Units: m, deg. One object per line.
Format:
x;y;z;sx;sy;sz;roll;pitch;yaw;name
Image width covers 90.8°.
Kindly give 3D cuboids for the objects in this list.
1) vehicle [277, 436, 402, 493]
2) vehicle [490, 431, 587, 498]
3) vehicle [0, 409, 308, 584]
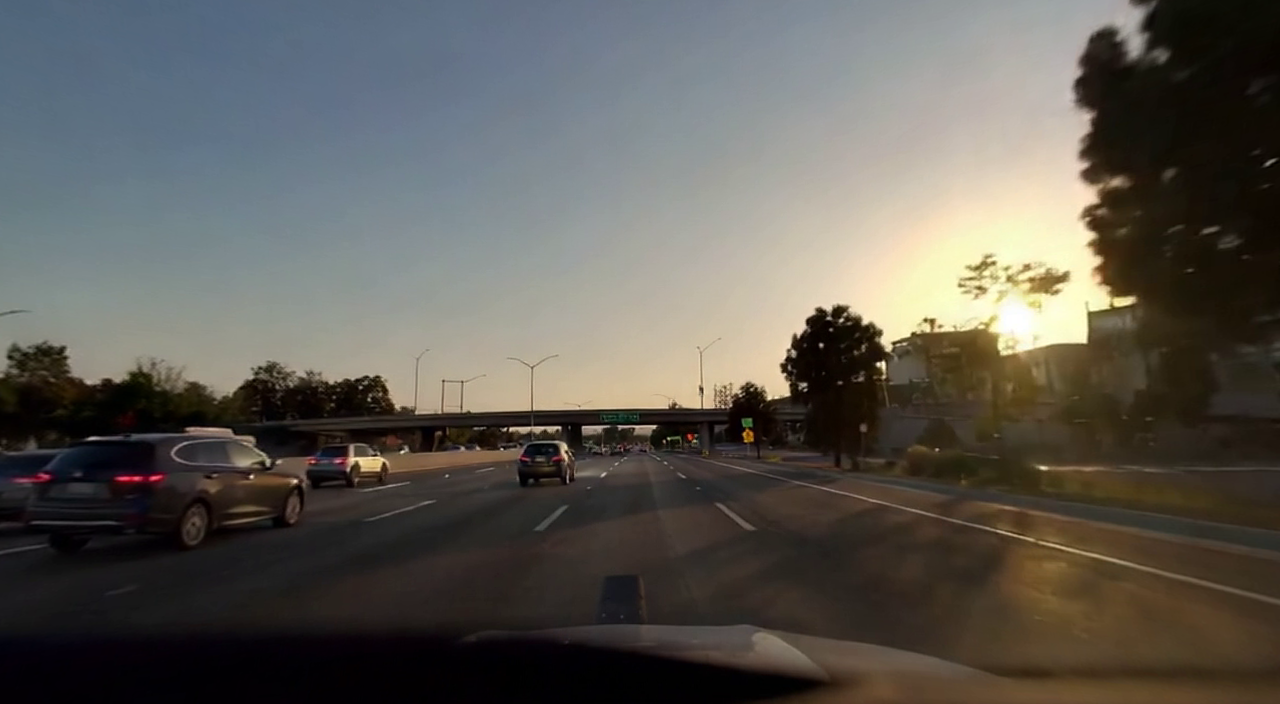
-10.260;3.849;22.059;1.969;1.759;4.758;0;-8;0;vehicle
-2.798;3.221;18.426;2.027;1.697;4.307;0;-8;1;vehicle
-6.993;1.826;8.866;2.015;1.762;4.790;0;-8;0;vehicle
